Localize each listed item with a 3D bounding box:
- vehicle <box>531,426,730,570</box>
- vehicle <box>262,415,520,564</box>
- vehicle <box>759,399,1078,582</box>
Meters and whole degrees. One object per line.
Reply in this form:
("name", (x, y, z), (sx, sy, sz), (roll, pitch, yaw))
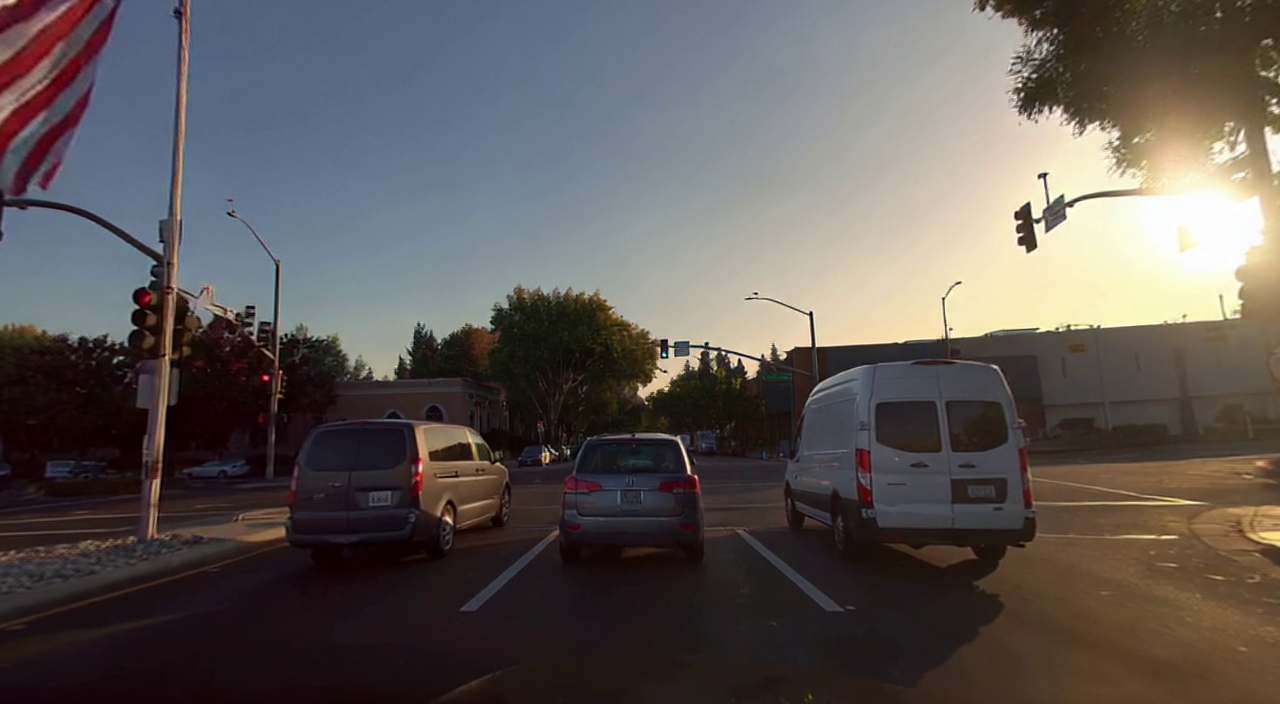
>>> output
("vehicle", (-0.128, 1.858, 8.787), (2.098, 1.494, 4.118), (0, -9, -1))
("vehicle", (-3.250, 1.877, 9.285), (2.024, 1.677, 3.998), (0, -9, 2))
("vehicle", (3.086, 1.660, 8.311), (2.178, 1.746, 4.400), (0, -9, 0))
